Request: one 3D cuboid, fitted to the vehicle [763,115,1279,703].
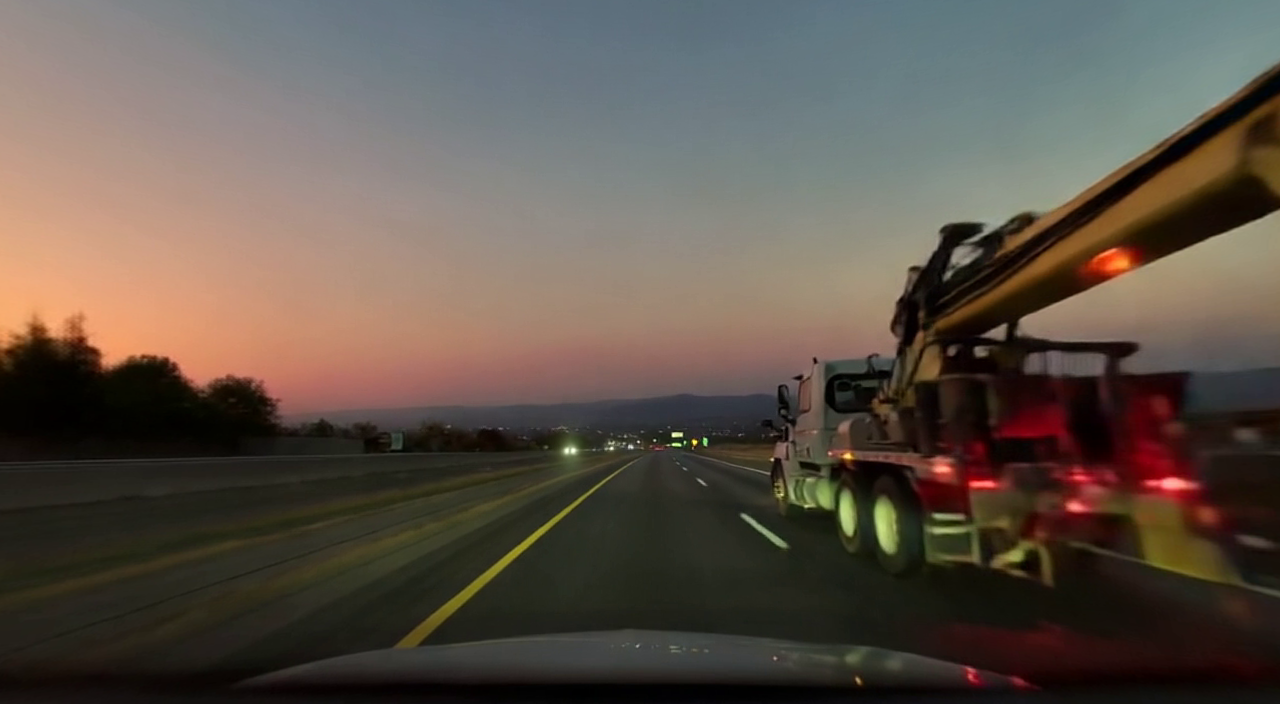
[{"bbox_3d":[3.978,0.957,7.447,3.342,2.931,9.266,0,-8,1],"label":"vehicle"}]
